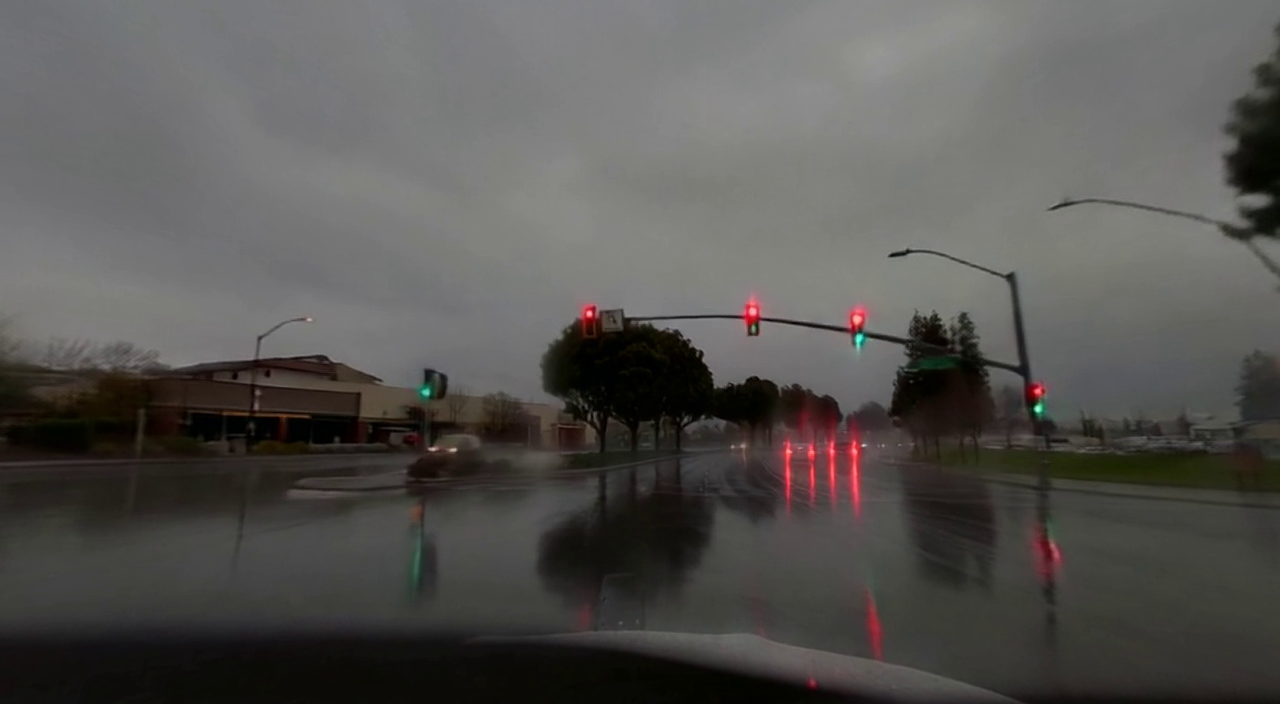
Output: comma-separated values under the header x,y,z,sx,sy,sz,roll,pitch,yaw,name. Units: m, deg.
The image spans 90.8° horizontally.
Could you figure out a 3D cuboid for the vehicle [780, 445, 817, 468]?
x,y,z,sx,sy,sz,roll,pitch,yaw,name
10.740,7.088,43.160,1.988,1.460,3.996,-1,-9,8,vehicle
